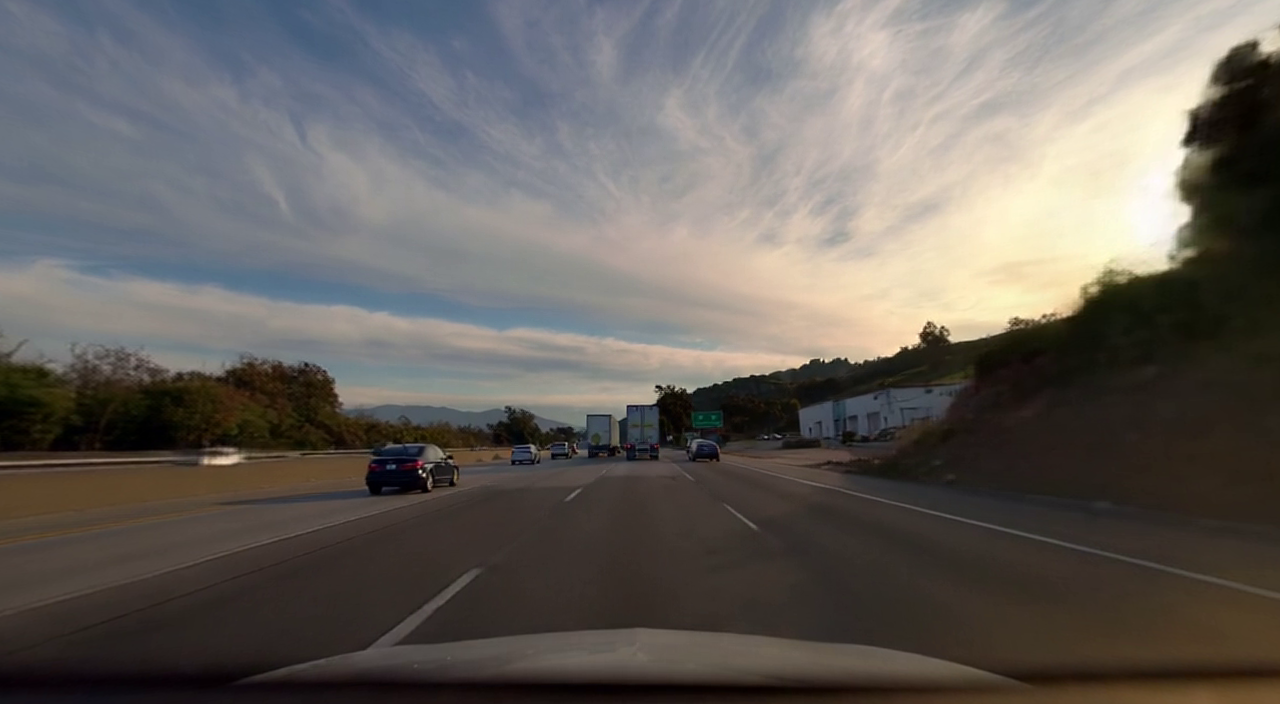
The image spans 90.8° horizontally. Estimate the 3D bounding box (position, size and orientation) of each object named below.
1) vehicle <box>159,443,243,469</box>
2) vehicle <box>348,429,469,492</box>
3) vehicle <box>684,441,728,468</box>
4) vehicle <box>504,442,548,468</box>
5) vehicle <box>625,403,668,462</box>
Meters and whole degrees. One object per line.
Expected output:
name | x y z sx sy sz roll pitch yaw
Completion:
vehicle | -32.762 7.785 47.384 2.109 1.753 5.778 0 -9 0
vehicle | -7.209 3.427 20.224 2.122 1.754 4.379 0 -9 1
vehicle | 3.703 5.834 36.177 2.006 1.452 4.246 0 -9 -1
vehicle | -7.035 6.407 39.458 1.891 1.460 4.506 0 -9 0
vehicle | 0.377 6.382 49.222 2.969 4.104 10.906 0 -9 -1
